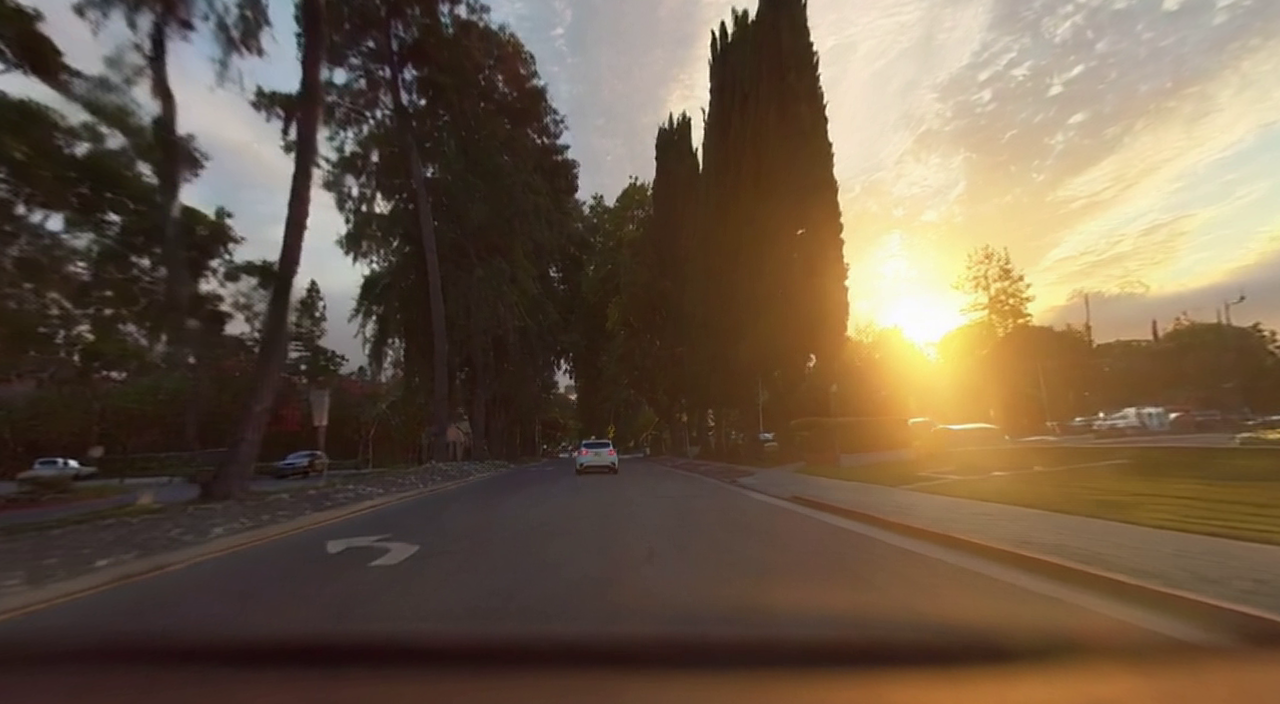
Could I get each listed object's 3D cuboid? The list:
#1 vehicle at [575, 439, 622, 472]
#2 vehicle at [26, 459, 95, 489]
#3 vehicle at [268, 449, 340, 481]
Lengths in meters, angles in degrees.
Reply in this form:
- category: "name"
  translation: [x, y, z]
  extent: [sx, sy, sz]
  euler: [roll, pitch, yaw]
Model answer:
- category: "vehicle"
  translation: [-2.043, 5.110, 31.519]
  extent: [2.142, 1.501, 4.273]
  euler: [0, -8, -3]
- category: "vehicle"
  translation: [-34.051, 7.117, 37.249]
  extent: [1.809, 1.551, 4.352]
  euler: [4, -9, -27]
- category: "vehicle"
  translation: [-21.125, 7.078, 39.988]
  extent: [2.109, 1.858, 5.253]
  euler: [1, -8, -6]
